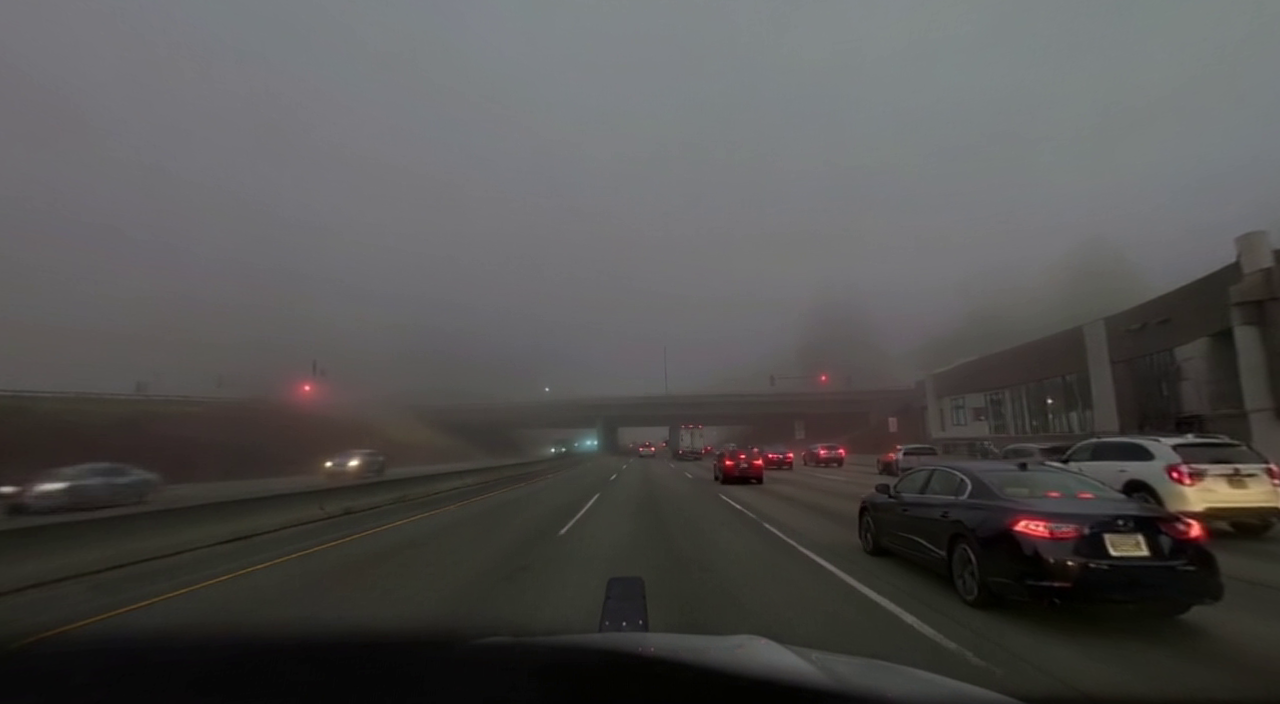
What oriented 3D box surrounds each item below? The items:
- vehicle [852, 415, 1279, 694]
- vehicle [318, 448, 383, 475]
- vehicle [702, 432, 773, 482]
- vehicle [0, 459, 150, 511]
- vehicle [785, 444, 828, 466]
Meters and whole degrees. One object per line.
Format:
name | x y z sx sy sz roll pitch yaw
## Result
vehicle | 3.628 1.415 5.669 1.902 1.481 4.451 0 -8 0
vehicle | -22.525 8.515 49.353 2.242 1.896 5.776 0 -8 1
vehicle | 3.850 4.249 25.817 2.086 1.858 4.737 0 -8 -1
vehicle | -19.393 4.439 21.487 1.894 1.499 4.357 0 -8 0
vehicle | 11.717 7.260 44.711 1.926 1.451 3.936 0 -8 -1
